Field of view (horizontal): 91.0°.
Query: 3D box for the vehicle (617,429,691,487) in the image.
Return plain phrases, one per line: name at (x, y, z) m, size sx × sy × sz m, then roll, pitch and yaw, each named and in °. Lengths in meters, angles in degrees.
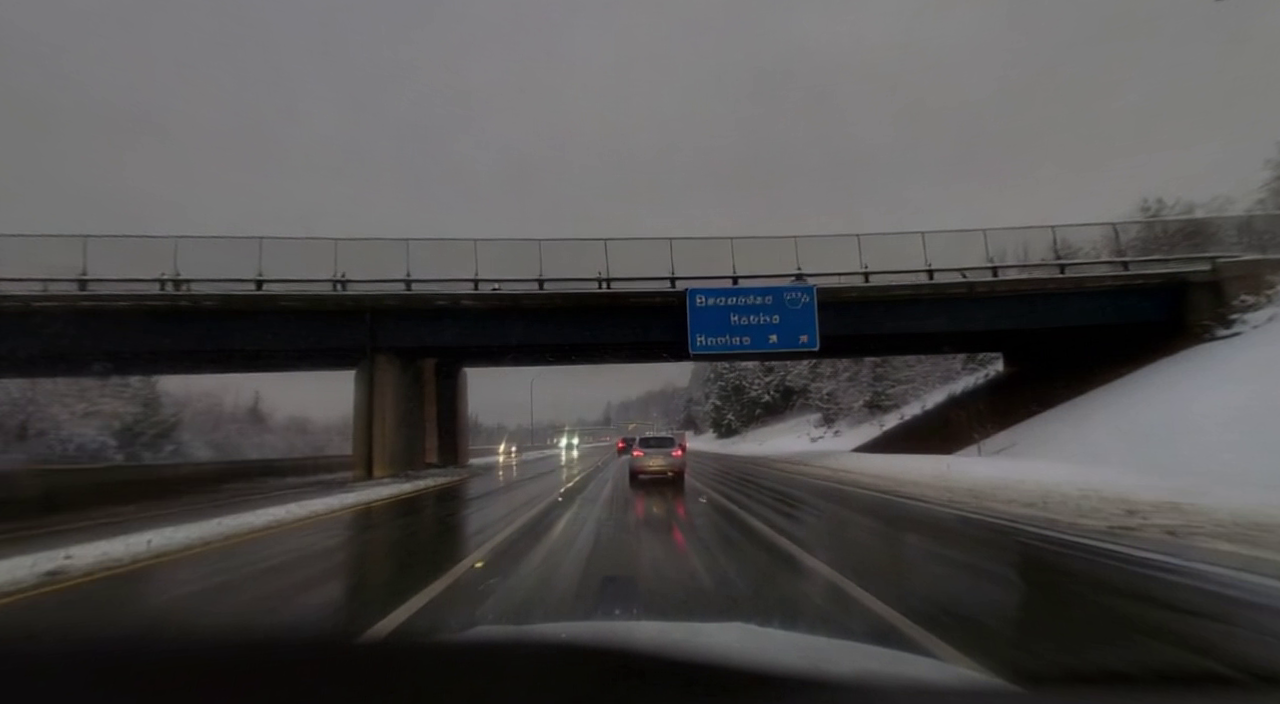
vehicle at (0.328, 3.352, 20.297) m, size 2.092 × 1.636 × 4.024 m, roll 0°, pitch -8°, yaw -3°
